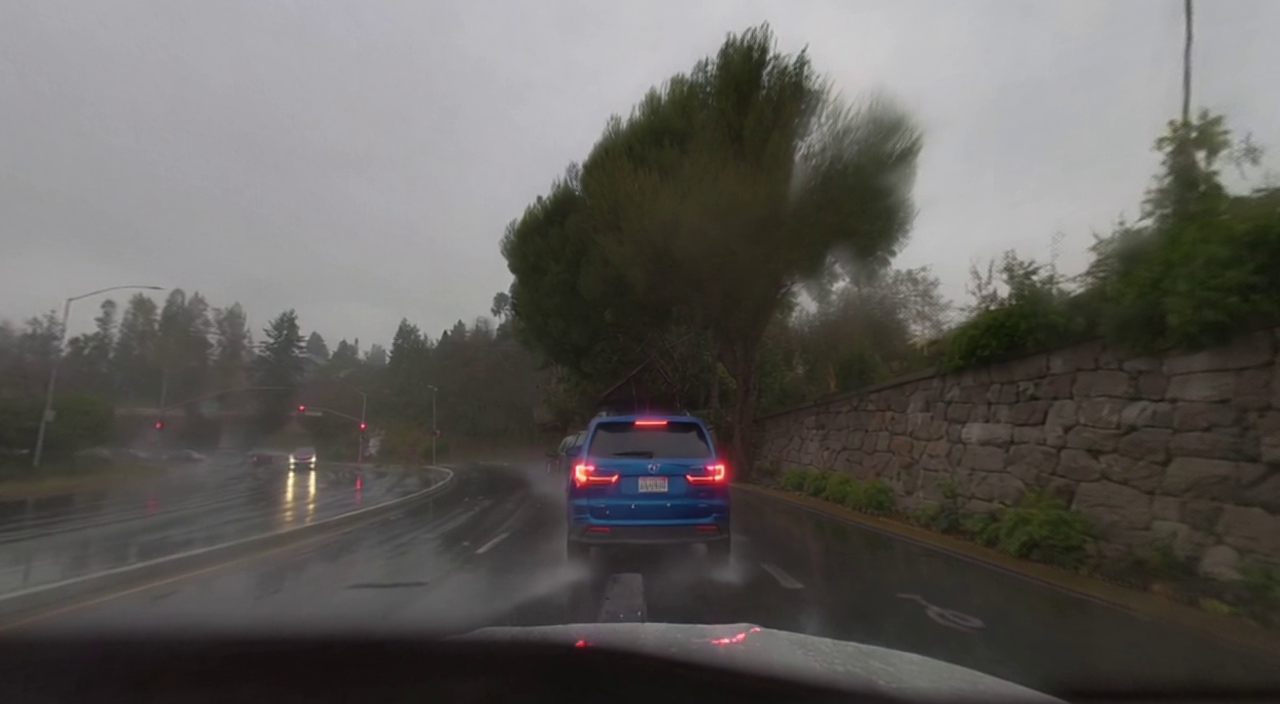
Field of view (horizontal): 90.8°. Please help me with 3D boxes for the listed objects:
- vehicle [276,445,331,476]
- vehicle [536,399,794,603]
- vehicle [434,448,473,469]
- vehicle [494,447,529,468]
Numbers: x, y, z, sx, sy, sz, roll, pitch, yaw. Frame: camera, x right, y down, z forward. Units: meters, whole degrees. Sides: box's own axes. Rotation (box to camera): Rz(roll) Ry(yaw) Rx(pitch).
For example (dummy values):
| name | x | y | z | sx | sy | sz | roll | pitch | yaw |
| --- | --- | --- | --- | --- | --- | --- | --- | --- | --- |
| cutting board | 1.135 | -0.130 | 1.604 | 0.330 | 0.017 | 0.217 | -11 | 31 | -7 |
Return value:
| name | x | y | z | sx | sy | sz | roll | pitch | yaw |
| --- | --- | --- | --- | --- | --- | --- | --- | --- | --- |
| vehicle | -19.859 | 6.371 | 37.441 | 2.317 | 1.695 | 4.538 | 3 | -9 | -22 |
| vehicle | 0.045 | 1.621 | 7.796 | 2.287 | 1.762 | 4.269 | 1 | -8 | -5 |
| vehicle | -13.933 | 7.919 | 47.098 | 2.023 | 1.474 | 4.286 | 4 | -9 | -26 |
| vehicle | -10.115 | 8.194 | 49.367 | 1.837 | 1.483 | 4.559 | 3 | -9 | -22 |
